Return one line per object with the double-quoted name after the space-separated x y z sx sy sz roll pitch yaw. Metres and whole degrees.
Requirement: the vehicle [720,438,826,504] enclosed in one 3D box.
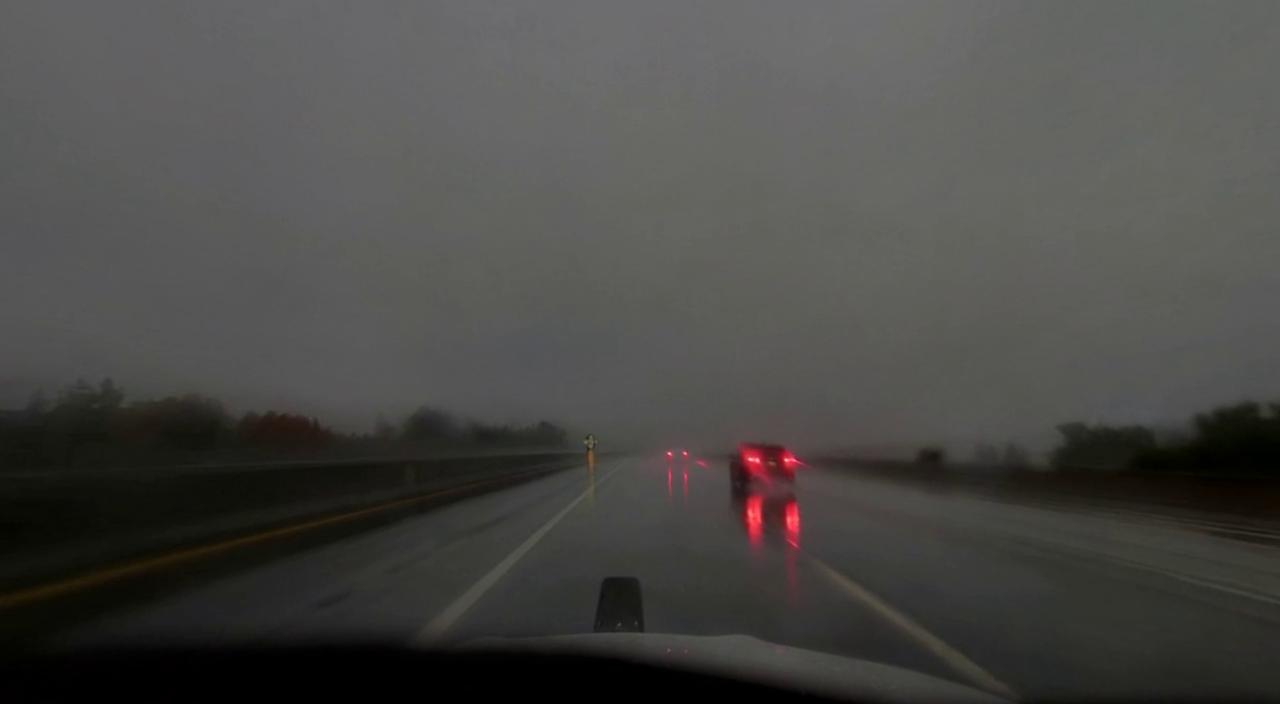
3.495 3.200 17.291 2.024 1.579 3.707 0 -9 -1 "vehicle"
